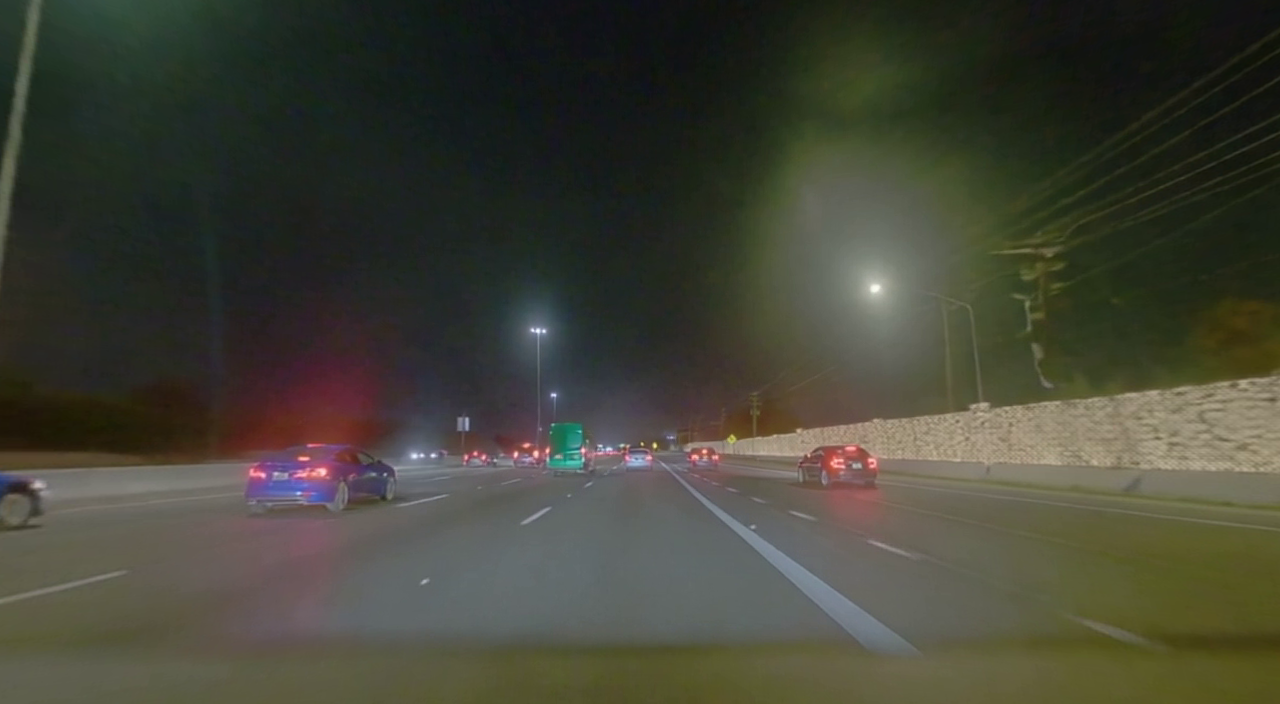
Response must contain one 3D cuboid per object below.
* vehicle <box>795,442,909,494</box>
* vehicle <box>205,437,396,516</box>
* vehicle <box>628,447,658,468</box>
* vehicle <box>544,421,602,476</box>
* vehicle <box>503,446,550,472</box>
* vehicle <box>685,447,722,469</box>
[{"bbox_3d":[6.702,3.694,20.466,2.052,1.470,4.364,0,-9,-2],"label":"vehicle"},{"bbox_3d":[-7.565,2.801,14.673,1.967,1.525,4.458,0,-9,0],"label":"vehicle"},{"bbox_3d":[0.158,7.728,46.305,2.084,1.492,4.137,0,-9,-1],"label":"vehicle"},{"bbox_3d":[-3.441,5.157,33.749,2.395,2.660,5.827,0,-9,1],"label":"vehicle"},{"bbox_3d":[-6.868,6.526,38.534,1.944,1.490,4.442,0,-9,1],"label":"vehicle"},{"bbox_3d":[4.607,7.720,46.151,2.095,1.504,4.536,0,-9,-1],"label":"vehicle"}]
